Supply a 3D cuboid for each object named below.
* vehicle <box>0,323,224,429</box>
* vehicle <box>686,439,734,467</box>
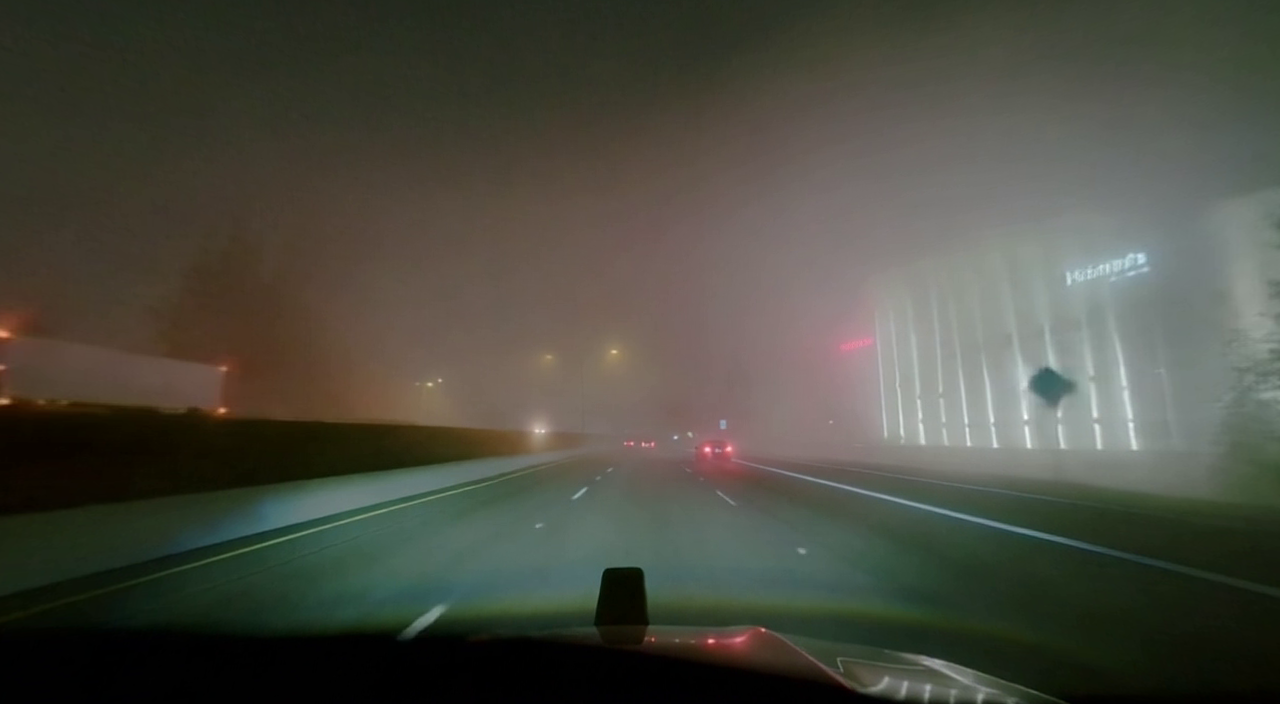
[{"bbox_3d":[-27.557,1.818,32.462,3.138,3.880,14.498,0,-8,-3],"label":"vehicle"},{"bbox_3d":[3.807,5.601,35.018,2.069,1.431,4.313,0,-8,-1],"label":"vehicle"}]
